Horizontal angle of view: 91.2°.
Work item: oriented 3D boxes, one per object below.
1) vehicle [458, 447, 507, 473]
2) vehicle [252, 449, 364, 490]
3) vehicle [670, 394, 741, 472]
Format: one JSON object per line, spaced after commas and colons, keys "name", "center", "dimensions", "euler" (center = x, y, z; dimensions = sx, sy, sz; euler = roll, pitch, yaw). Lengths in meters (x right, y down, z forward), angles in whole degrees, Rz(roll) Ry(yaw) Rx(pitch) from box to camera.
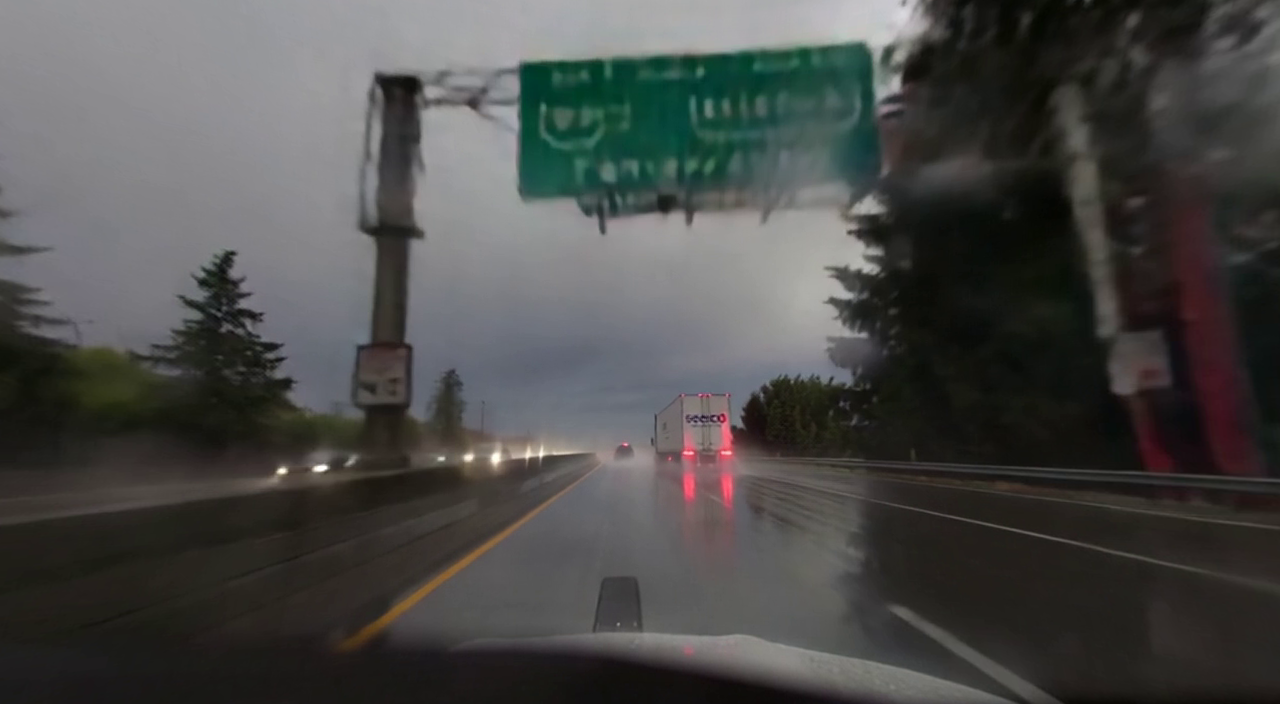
{"name": "vehicle", "center": [-9.879, 6.792, 39.694], "dimensions": [1.957, 1.538, 4.733], "euler": [0, -9, -2]}
{"name": "vehicle", "center": [-13.274, 4.689, 25.425], "dimensions": [2.005, 1.449, 4.724], "euler": [0, -9, -1]}
{"name": "vehicle", "center": [3.531, 4.757, 36.167], "dimensions": [2.892, 3.928, 8.380], "euler": [0, -9, -2]}
